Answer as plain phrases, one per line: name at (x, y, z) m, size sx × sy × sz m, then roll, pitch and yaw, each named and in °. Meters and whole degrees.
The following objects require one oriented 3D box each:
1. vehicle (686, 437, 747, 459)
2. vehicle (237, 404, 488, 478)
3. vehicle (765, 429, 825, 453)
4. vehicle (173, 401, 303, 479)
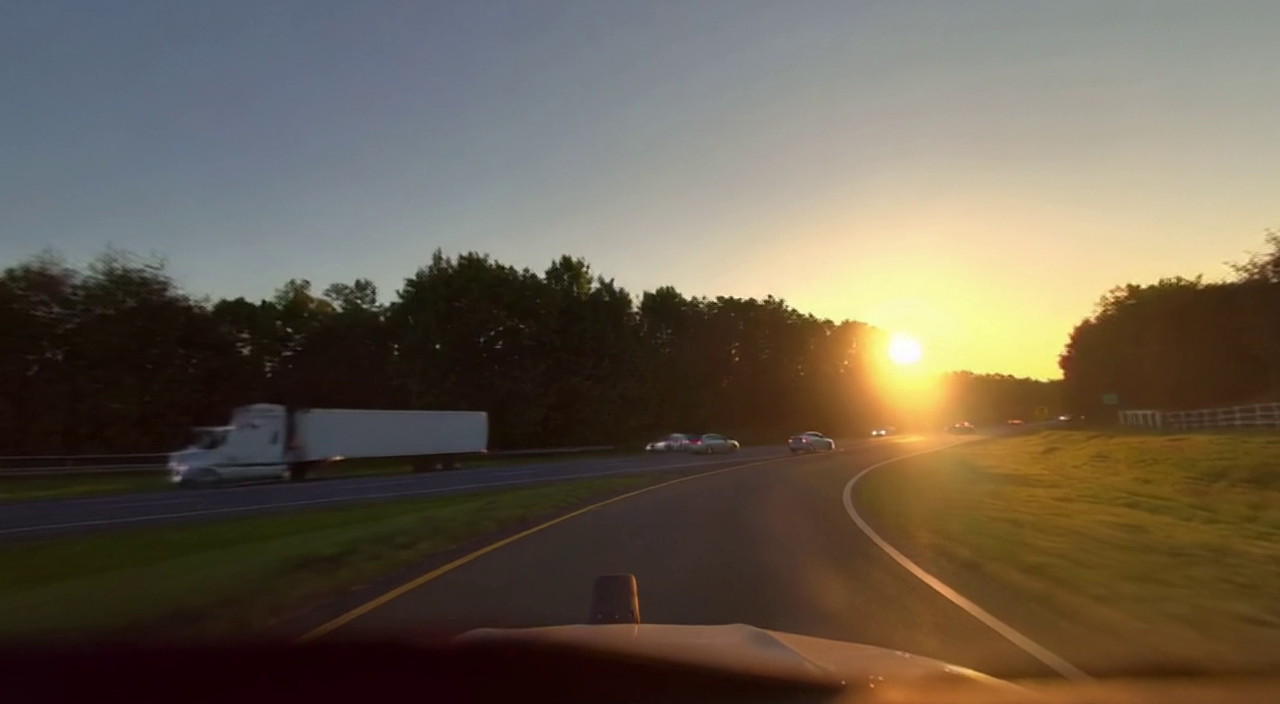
vehicle at (5.439, 6.723, 44.203) m, size 1.923 × 1.496 × 4.819 m, roll -7°, pitch -11°, yaw 39°
vehicle at (-16.119, 5.467, 38.766) m, size 2.888 × 3.781 × 14.258 m, roll -7°, pitch -10°, yaw 38°
vehicle at (10.973, 6.242, 44.272) m, size 2.135 × 1.579 × 4.843 m, roll -7°, pitch -11°, yaw 39°
vehicle at (-20.882, 4.586, 32.844) m, size 2.985 × 3.697 × 4.762 m, roll -7°, pitch -11°, yaw 38°
